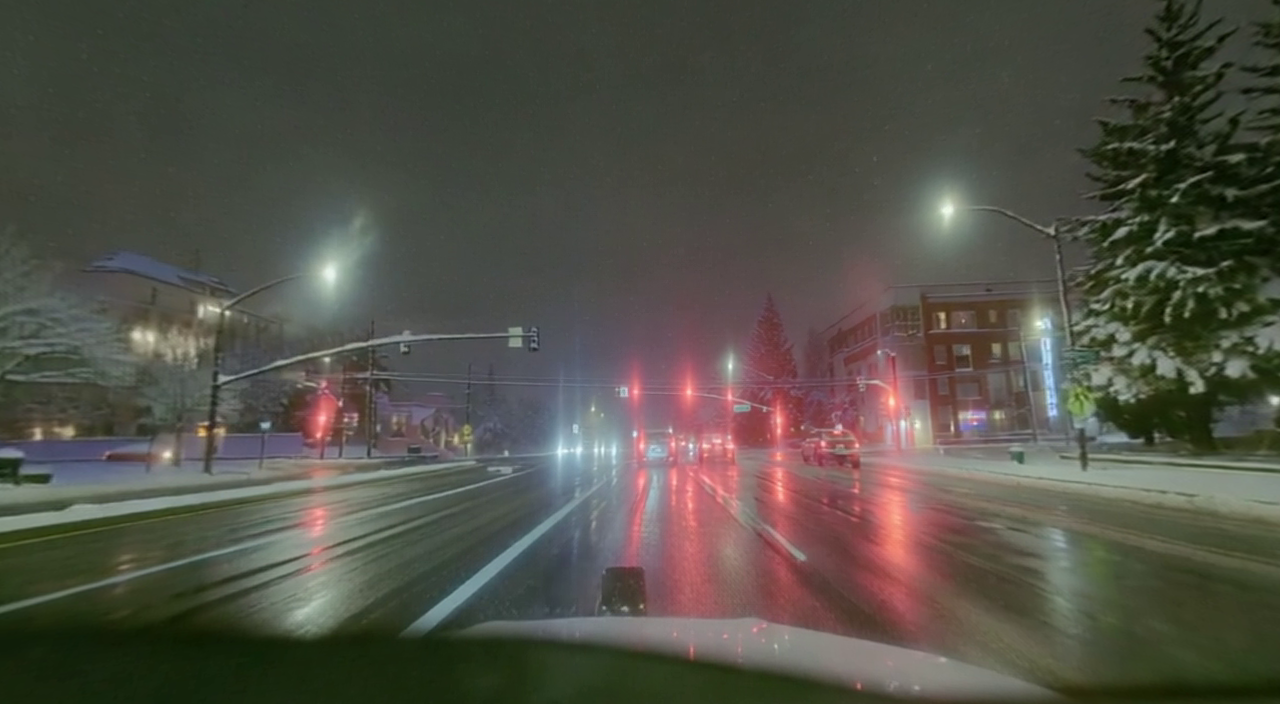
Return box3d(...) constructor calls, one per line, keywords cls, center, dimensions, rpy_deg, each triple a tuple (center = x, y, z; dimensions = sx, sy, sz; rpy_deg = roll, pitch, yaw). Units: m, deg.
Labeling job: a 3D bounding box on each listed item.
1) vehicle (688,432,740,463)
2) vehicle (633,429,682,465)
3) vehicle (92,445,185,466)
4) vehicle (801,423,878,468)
box3d(cls="vehicle", center=(3.598, 4.766, 31.442), dimensions=(1.994, 1.436, 4.169), rpy_deg=(0, -8, -1))
box3d(cls="vehicle", center=(0.785, 4.414, 29.243), dimensions=(2.099, 1.516, 4.681), rpy_deg=(0, -8, 1))
box3d(cls="vehicle", center=(-34.130, 7.048, 43.005), dimensions=(4.448, 1.422, 1.890), rpy_deg=(2, -9, -12))
box3d(cls="vehicle", center=(9.039, 4.285, 29.077), dimensions=(2.132, 1.892, 4.851), rpy_deg=(-1, -8, 3))
